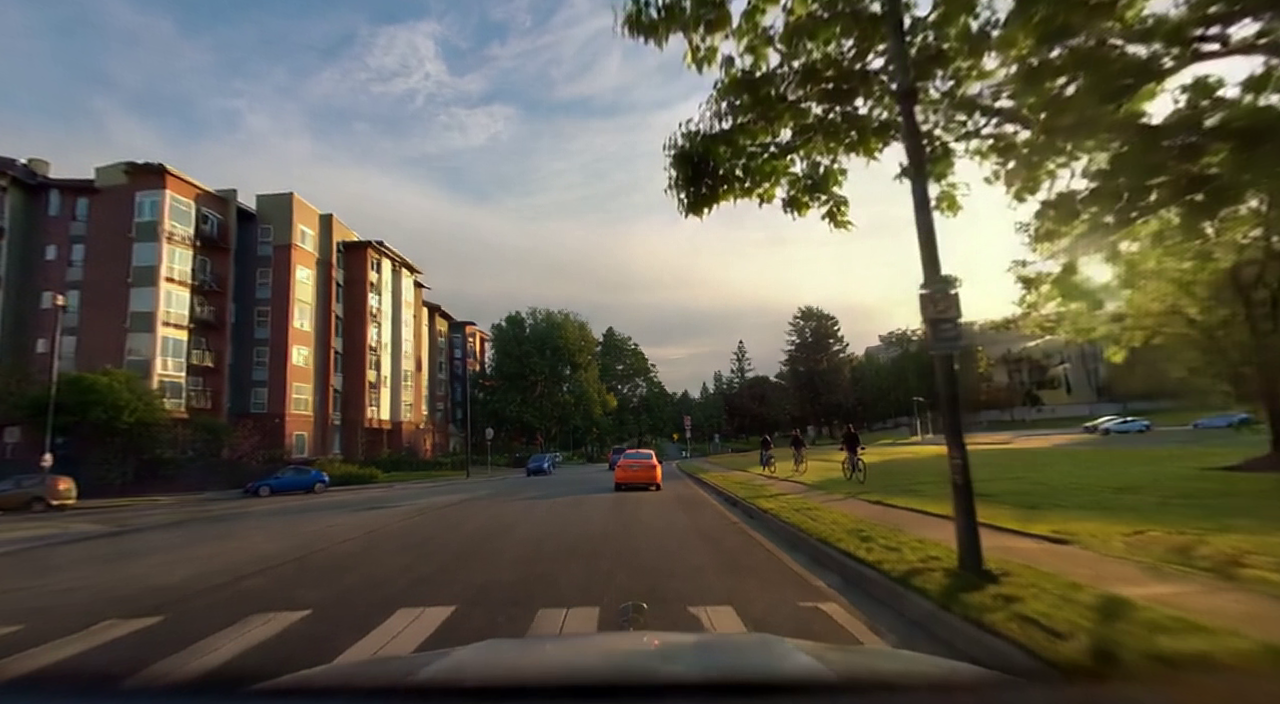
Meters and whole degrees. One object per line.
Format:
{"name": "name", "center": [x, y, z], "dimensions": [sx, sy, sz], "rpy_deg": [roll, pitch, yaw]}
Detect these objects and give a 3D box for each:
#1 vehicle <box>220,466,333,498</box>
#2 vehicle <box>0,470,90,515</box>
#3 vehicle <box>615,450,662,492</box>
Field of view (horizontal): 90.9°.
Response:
{"name": "vehicle", "center": [-18.882, 6.718, 32.867], "dimensions": [2.116, 1.409, 4.607], "rpy_deg": [-9, -12, 43]}
{"name": "vehicle", "center": [-25.515, 5.748, 25.898], "dimensions": [2.038, 1.618, 4.086], "rpy_deg": [-9, -12, 43]}
{"name": "vehicle", "center": [-0.057, 4.182, 22.248], "dimensions": [1.559, 1.351, 2.452], "rpy_deg": [-1, -10, 0]}
